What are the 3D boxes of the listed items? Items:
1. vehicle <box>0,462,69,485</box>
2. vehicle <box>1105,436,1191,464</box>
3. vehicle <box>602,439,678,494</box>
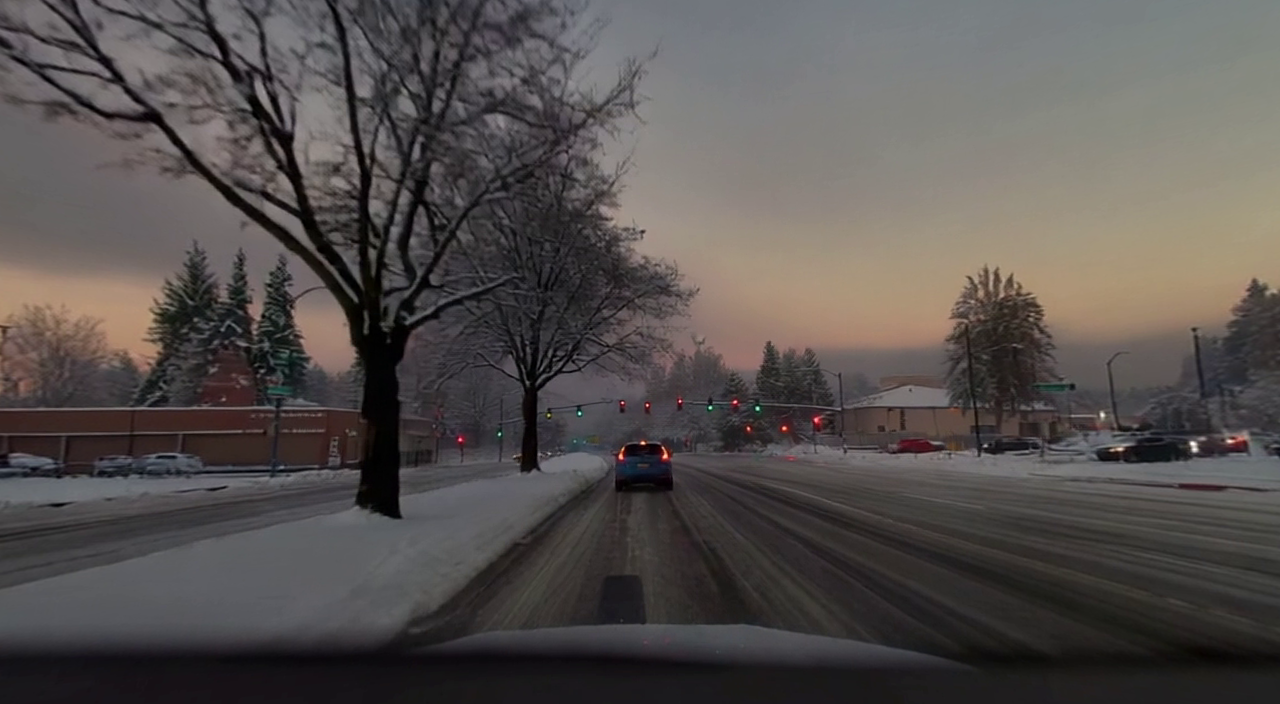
[{"bbox_3d":[-46.981,9.247,48.272,1.847,1.534,5.021,0,-9,1],"label":"vehicle"},{"bbox_3d":[31.902,6.168,39.824,1.873,1.588,4.133,-2,-8,-1],"label":"vehicle"},{"bbox_3d":[-0.026,3.438,19.350,2.064,1.477,3.968,0,-9,-1],"label":"vehicle"}]
